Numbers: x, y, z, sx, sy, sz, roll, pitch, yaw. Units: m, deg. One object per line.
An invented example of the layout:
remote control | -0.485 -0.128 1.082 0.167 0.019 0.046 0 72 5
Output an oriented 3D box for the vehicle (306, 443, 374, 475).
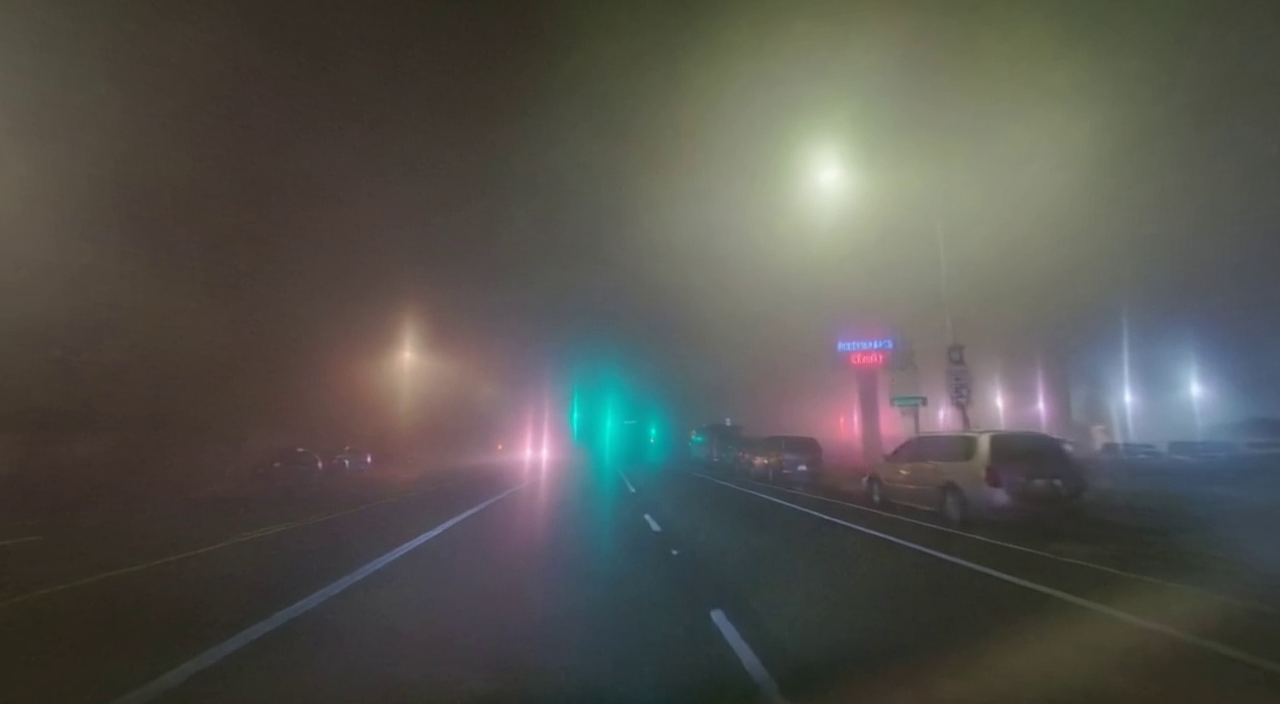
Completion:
vehicle | -17.217 6.160 36.378 1.928 1.718 4.279 0 -9 -2

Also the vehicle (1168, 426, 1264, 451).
vehicle | 43.909 6.657 48.094 2.062 1.781 5.018 7 -11 -38

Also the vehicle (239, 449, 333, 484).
vehicle | -16.843 5.436 30.281 2.036 1.478 4.615 0 -9 -3

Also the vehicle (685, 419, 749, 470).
vehicle | 4.691 5.801 39.787 2.739 2.866 6.142 -1 -7 -5

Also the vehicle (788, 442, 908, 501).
vehicle | 5.875 3.425 18.483 1.902 1.494 4.622 0 -9 -1

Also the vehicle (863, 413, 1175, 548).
vehicle | 6.440 2.254 11.868 2.092 1.887 5.632 1 -9 -4

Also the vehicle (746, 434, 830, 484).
vehicle | 5.753 4.220 25.064 1.952 1.771 4.385 1 -9 -5
